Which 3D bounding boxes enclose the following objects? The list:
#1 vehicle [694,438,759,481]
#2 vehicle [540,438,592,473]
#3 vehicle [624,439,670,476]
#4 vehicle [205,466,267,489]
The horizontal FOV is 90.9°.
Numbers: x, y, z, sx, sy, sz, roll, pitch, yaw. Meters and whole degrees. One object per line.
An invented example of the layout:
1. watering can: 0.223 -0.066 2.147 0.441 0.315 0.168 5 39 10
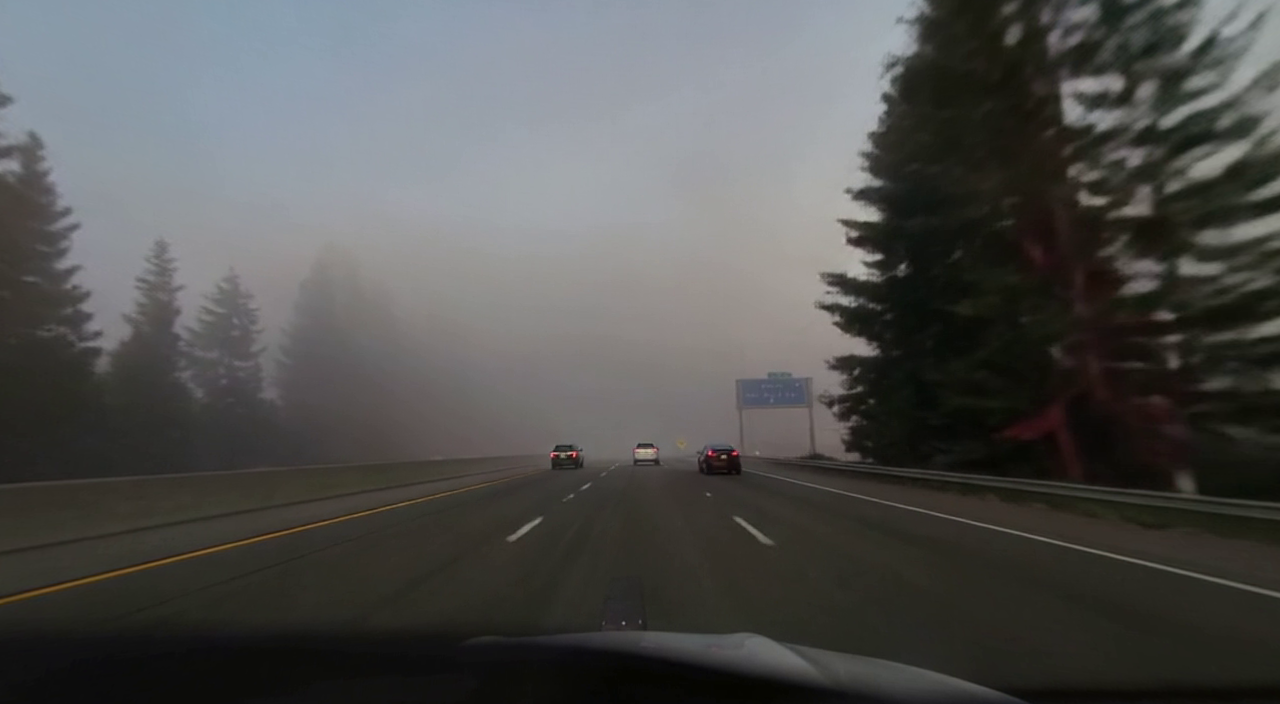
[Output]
1. vehicle: 3.394 4.290 25.490 1.996 1.579 3.841 0 -8 -1
2. vehicle: -4.037 5.715 35.038 2.217 1.773 4.553 0 -8 1
3. vehicle: 0.331 5.042 30.409 2.049 1.620 4.153 0 -8 0
4. vehicle: -31.658 9.827 49.566 1.866 1.590 4.434 0 -8 1
